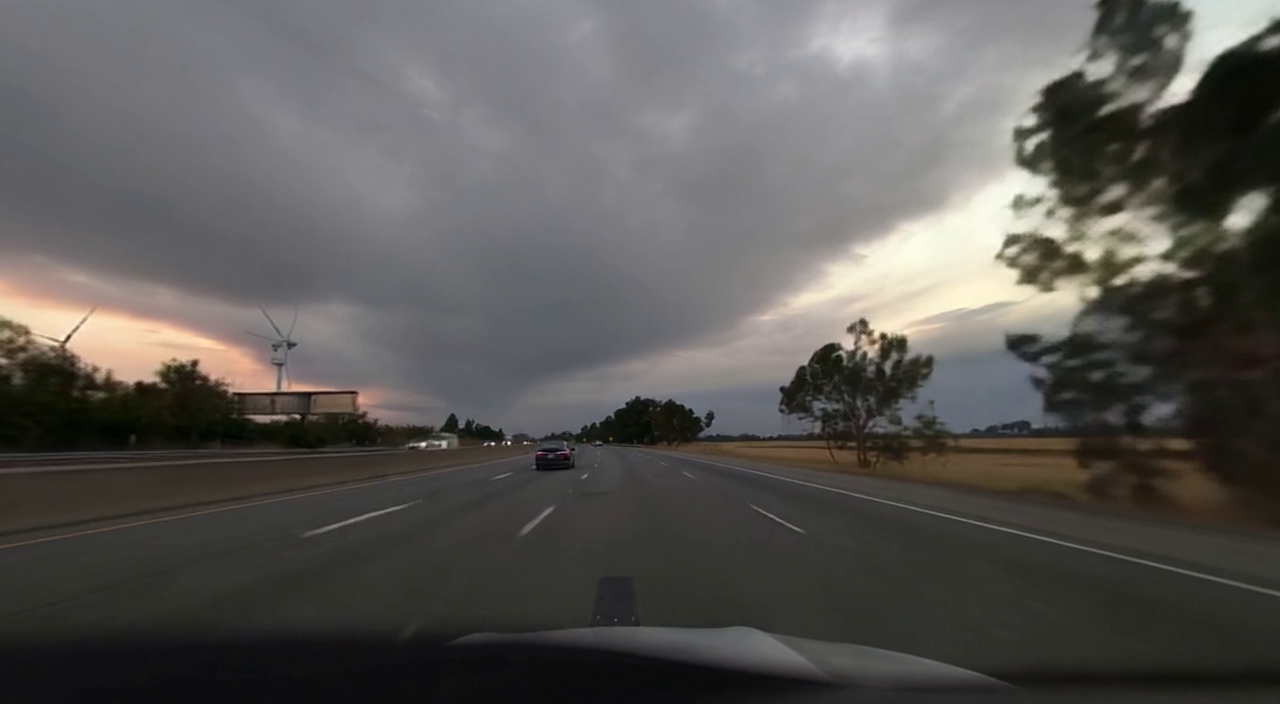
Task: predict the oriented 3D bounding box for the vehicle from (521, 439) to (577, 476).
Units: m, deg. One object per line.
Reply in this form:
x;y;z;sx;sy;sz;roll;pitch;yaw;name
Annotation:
-4.012;4.725;28.533;2.053;1.549;4.097;0;-8;-2;vehicle
